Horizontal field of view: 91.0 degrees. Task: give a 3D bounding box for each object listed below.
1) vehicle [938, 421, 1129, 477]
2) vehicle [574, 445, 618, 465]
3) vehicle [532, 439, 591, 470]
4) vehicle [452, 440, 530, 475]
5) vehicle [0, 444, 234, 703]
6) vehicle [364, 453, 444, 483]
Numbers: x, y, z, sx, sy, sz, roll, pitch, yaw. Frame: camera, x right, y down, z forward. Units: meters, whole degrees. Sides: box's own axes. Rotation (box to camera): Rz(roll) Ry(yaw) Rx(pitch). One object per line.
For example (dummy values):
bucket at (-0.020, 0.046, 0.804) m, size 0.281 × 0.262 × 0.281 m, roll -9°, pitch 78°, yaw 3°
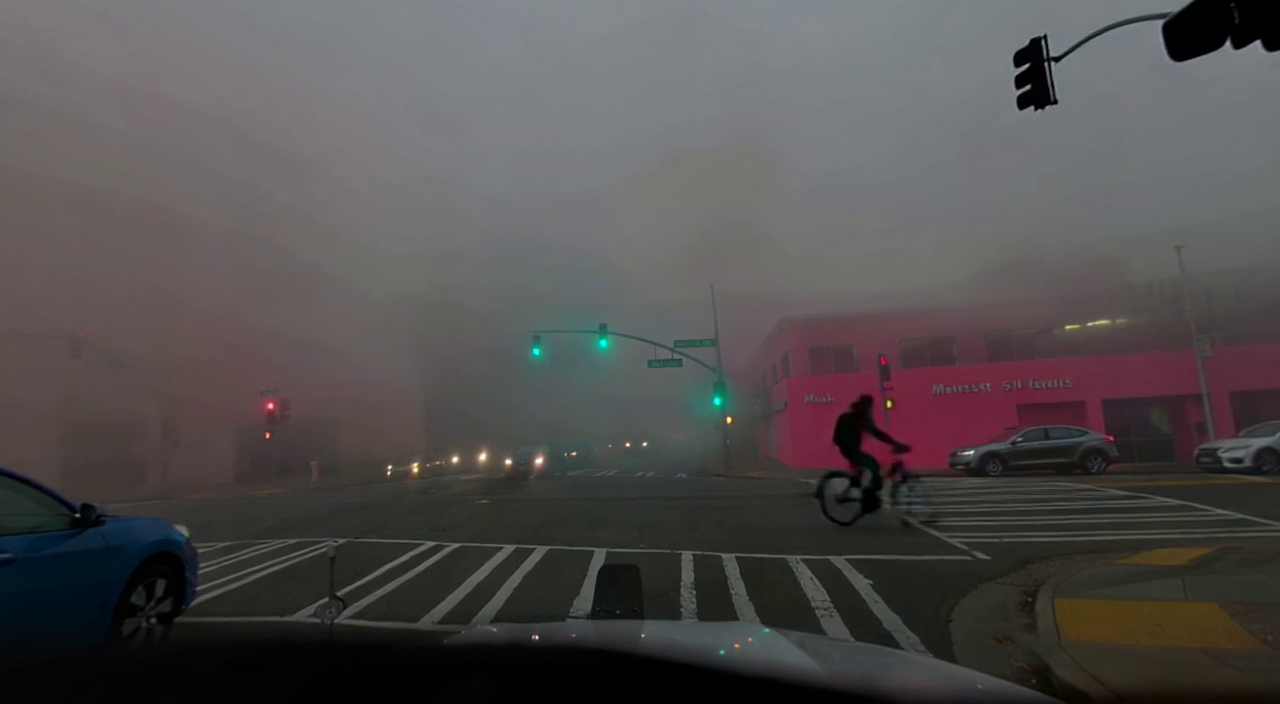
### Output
vehicle at (11.575, 2.894, 18.802) m, size 4.355 × 1.546 × 1.820 m, roll -1°, pitch -9°, yaw 6°
vehicle at (-3.023, 7.181, 44.098) m, size 1.743 × 1.362 × 4.350 m, roll -2°, pitch -9°, yaw 14°
vehicle at (-4.491, 5.986, 36.872) m, size 1.928 × 1.647 × 4.575 m, roll -2°, pitch -9°, yaw 13°
vehicle at (-8.388, 5.980, 36.070) m, size 2.152 × 1.825 × 5.406 m, roll -2°, pitch -9°, yaw 12°
vehicle at (-3.697, 0.980, 2.158) m, size 1.759 × 1.325 × 4.295 m, roll 0°, pitch -9°, yaw 0°
vehicle at (-12.571, 6.176, 33.899) m, size 1.976 × 1.425 × 4.567 m, roll -1°, pitch -9°, yaw 9°
